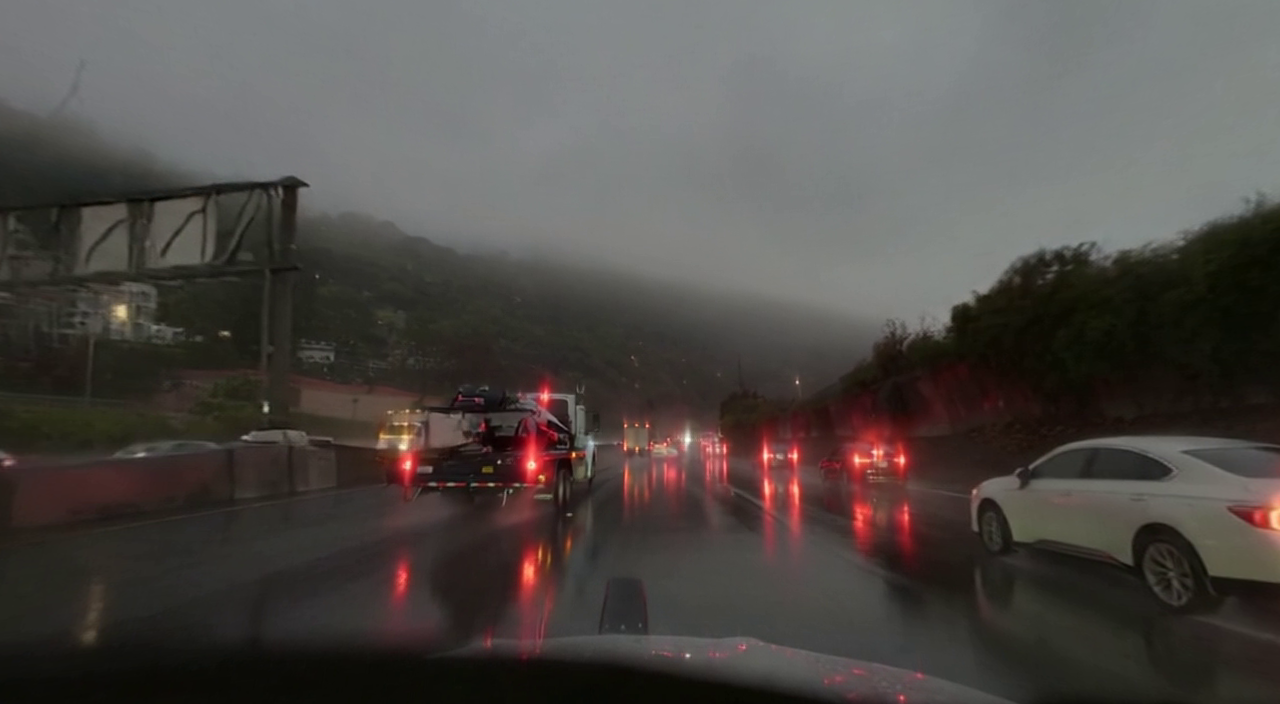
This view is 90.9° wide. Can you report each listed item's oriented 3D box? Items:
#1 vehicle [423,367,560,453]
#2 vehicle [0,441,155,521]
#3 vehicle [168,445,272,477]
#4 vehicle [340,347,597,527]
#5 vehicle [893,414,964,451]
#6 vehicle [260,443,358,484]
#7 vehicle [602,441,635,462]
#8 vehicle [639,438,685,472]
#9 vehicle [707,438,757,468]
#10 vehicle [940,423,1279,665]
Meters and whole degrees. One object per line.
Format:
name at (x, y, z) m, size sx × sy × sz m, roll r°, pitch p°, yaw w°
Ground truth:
vehicle at (-3.181, 1.471, 14.655) m, size 1.893 × 1.674 × 4.766 m, roll 0°, pitch -8°, yaw 2°
vehicle at (-13.006, 2.621, 13.178) m, size 1.937 × 1.489 × 4.688 m, roll 0°, pitch -8°, yaw 1°
vehicle at (-20.006, 5.178, 30.293) m, size 1.891 × 1.446 × 4.389 m, roll 0°, pitch -8°, yaw 2°
vehicle at (-3.166, 2.127, 15.557) m, size 3.162 × 2.955 × 10.282 m, roll 0°, pitch -8°, yaw 2°
vehicle at (20.678, 5.868, 45.440) m, size 2.433 × 2.488 × 4.939 m, roll 1°, pitch -9°, yaw -4°
vehicle at (-12.984, 4.363, 25.003) m, size 1.824 × 1.475 × 3.671 m, roll 0°, pitch -8°, yaw 2°
vehicle at (-1.520, 7.257, 46.098) m, size 2.016 × 1.450 × 4.310 m, roll -1°, pitch -8°, yaw 3°
vehicle at (1.043, 4.909, 30.204) m, size 2.079 × 1.499 × 3.915 m, roll 0°, pitch -8°, yaw 2°
vehicle at (5.158, 5.715, 35.878) m, size 2.075 × 1.614 × 4.682 m, roll 0°, pitch -8°, yaw -1°
vehicle at (4.894, 1.461, 5.748) m, size 2.040 × 1.481 × 4.260 m, roll 0°, pitch -8°, yaw -3°
